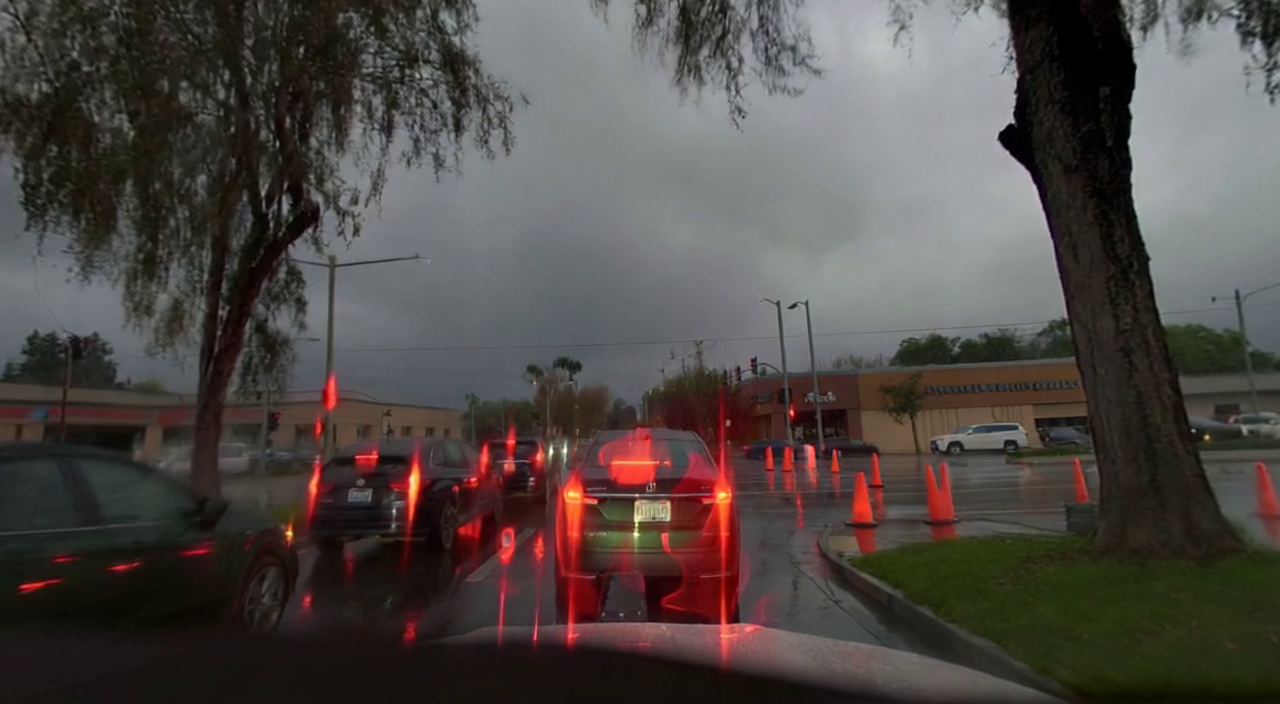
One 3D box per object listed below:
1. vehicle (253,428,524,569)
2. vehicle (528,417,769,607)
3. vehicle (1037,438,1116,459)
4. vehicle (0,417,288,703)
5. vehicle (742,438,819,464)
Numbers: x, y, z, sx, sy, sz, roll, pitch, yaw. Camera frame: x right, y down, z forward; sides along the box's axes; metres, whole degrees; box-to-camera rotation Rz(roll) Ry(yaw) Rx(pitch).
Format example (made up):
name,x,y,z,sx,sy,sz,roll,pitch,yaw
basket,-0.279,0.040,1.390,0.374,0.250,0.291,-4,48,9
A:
name,x,y,z,sx,sy,sz,roll,pitch,yaw
vehicle,-3.270,1.998,9.444,1.989,1.541,4.626,0,-9,2
vehicle,0.113,1.628,7.211,2.021,1.560,3.676,0,-9,1
vehicle,32.715,7.253,47.218,4.581,1.480,1.752,1,-9,0
vehicle,-3.588,0.949,2.144,1.964,1.497,4.722,0,-9,1
vehicle,9.295,6.568,41.787,4.805,1.688,1.923,-2,-9,14
